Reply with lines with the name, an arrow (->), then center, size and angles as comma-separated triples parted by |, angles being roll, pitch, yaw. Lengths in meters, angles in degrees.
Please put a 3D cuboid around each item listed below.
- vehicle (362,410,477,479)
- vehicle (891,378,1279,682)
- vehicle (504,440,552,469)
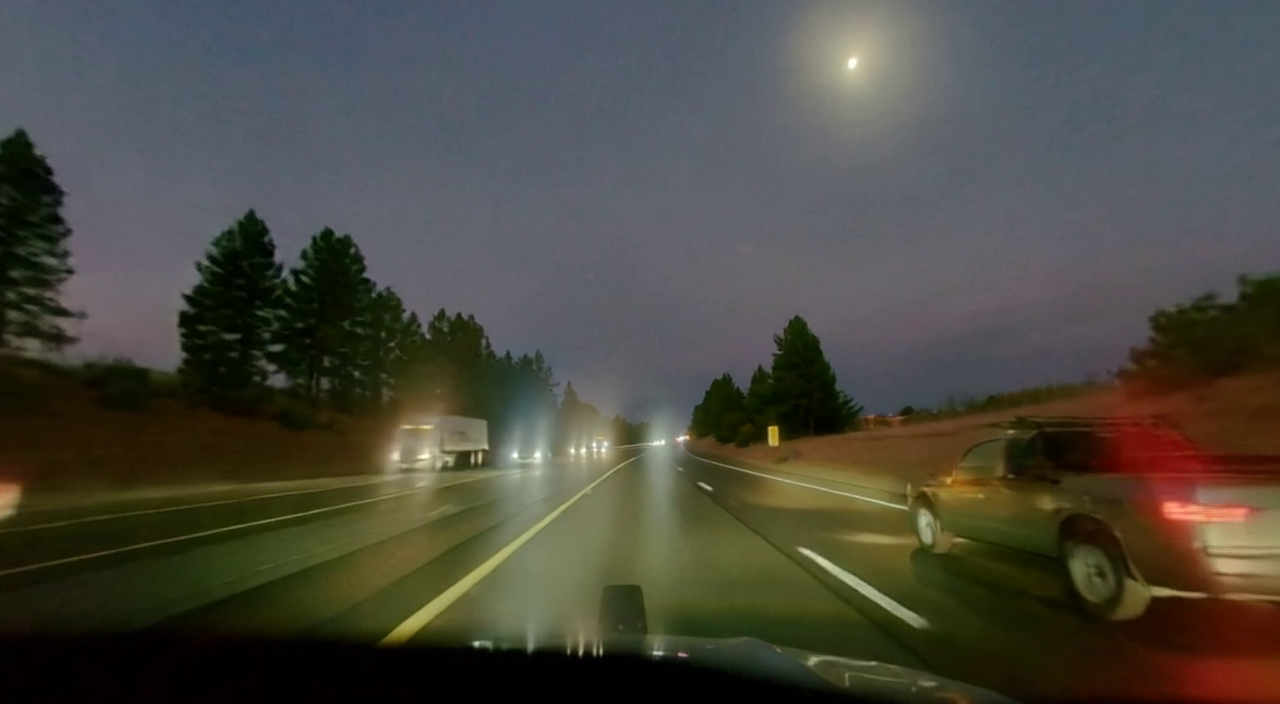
vehicle -> -12.705, 5.519, 37.594 | 3.087, 3.512, 9.874 | 0, -8, 1
vehicle -> 4.467, 1.346, 6.048 | 2.098, 1.703, 4.862 | 0, -8, 0
vehicle -> -8.081, 7.438, 46.051 | 2.289, 1.906, 5.766 | 0, -8, 2
